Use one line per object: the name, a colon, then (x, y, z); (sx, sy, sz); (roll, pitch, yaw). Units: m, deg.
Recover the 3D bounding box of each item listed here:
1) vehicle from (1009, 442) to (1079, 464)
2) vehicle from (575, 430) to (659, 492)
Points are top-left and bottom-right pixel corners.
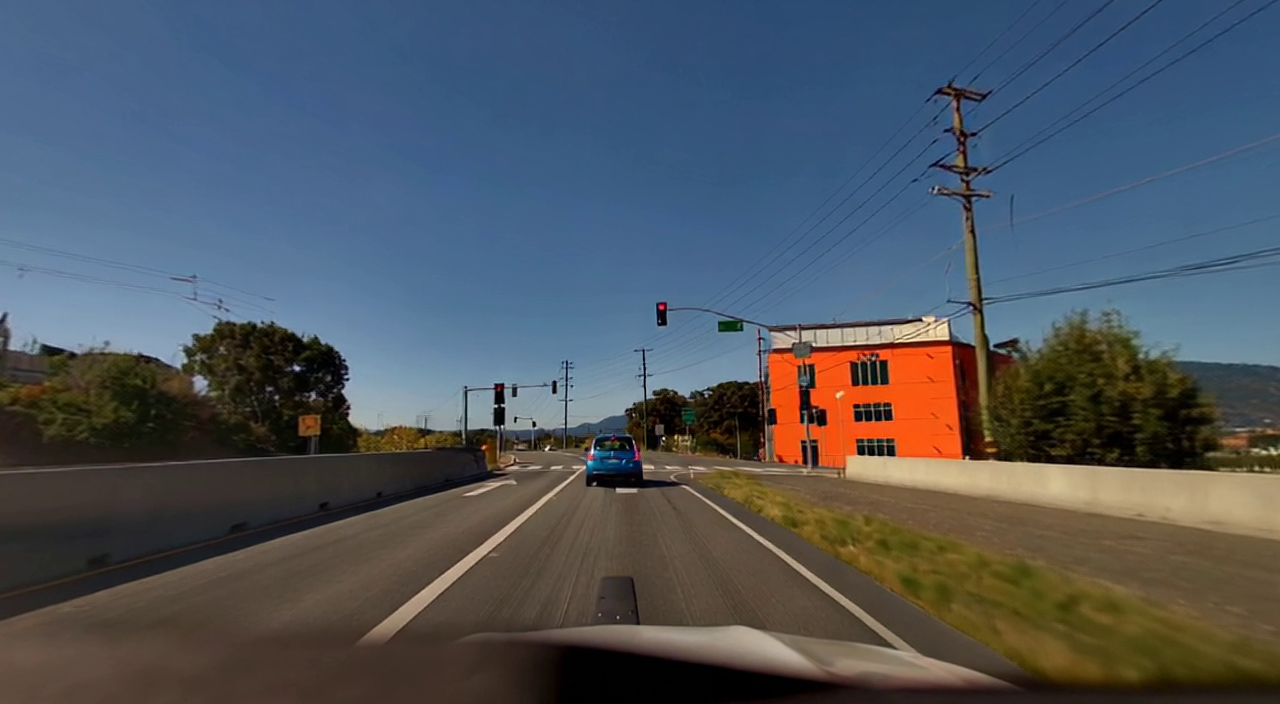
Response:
vehicle: (27.501, 6.838, 42.943); (1.635, 1.433, 3.558); (5, -9, -32)
vehicle: (-0.624, 3.017, 17.895); (2.123, 1.566, 3.662); (0, -8, -1)
